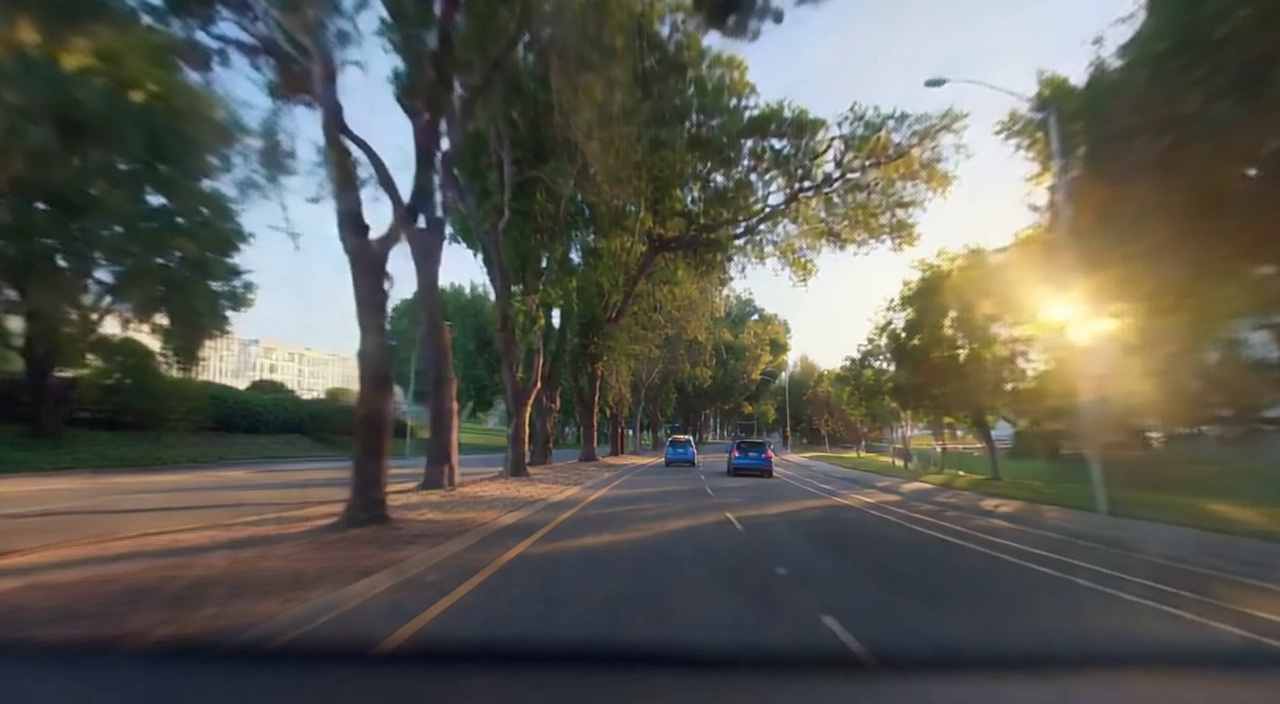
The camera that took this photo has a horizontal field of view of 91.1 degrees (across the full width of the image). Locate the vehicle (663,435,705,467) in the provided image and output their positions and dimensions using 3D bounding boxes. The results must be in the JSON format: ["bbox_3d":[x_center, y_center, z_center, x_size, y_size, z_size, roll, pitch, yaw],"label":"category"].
[{"bbox_3d":[2.728,5.974,38.010,2.251,1.822,4.391,-1,-8,8],"label":"vehicle"}]

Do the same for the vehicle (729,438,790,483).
[{"bbox_3d":[4.801,4.384,25.762,1.971,1.663,4.287,-1,-8,5],"label":"vehicle"}]
